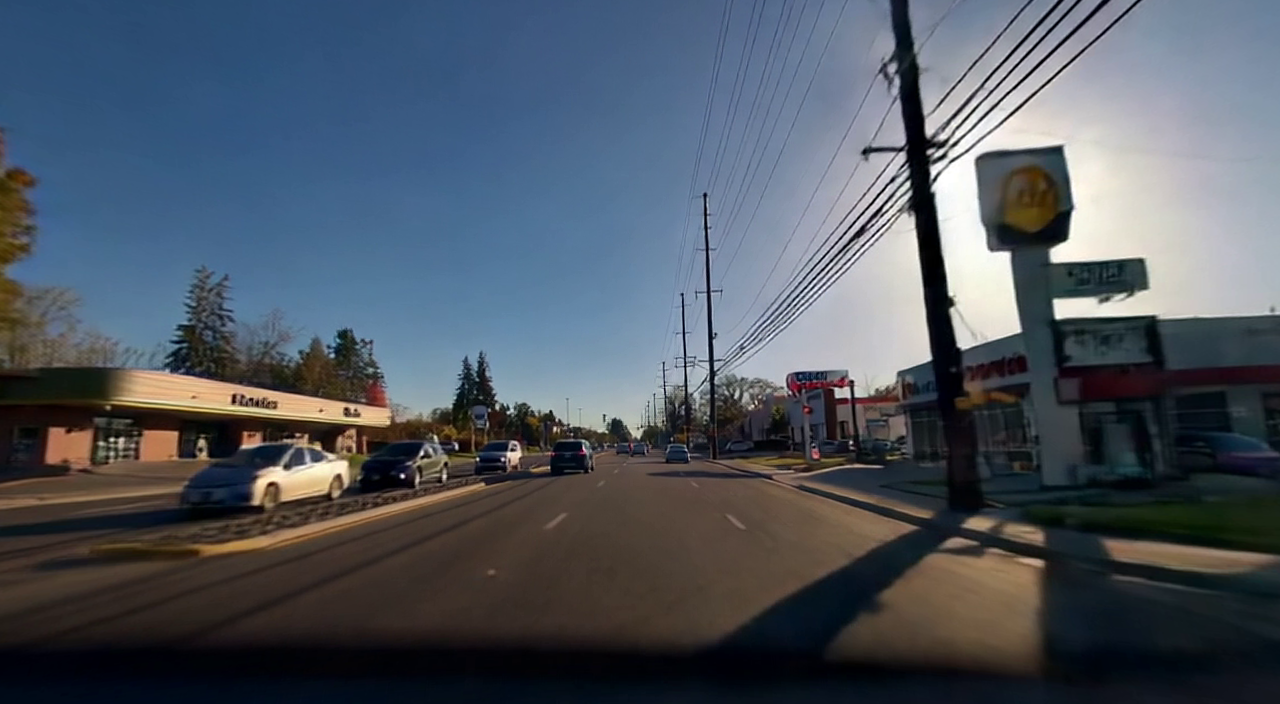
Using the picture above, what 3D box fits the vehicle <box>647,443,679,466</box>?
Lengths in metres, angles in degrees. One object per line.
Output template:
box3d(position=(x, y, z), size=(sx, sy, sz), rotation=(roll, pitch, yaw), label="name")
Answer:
box3d(position=(1.546, 6.806, 42.117), size=(1.978, 1.455, 4.195), rotation=(0, -9, 3), label="vehicle")

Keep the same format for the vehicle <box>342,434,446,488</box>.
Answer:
box3d(position=(-8.082, 3.616, 21.154), size=(1.795, 1.607, 4.059), rotation=(0, -9, 1), label="vehicle")

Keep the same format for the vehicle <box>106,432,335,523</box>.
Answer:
box3d(position=(-7.906, 2.377, 12.410), size=(1.760, 1.487, 3.890), rotation=(0, -9, 1), label="vehicle")

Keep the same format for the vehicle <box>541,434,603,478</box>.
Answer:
box3d(position=(-2.712, 4.288, 26.116), size=(2.047, 1.664, 4.148), rotation=(0, -9, 1), label="vehicle")

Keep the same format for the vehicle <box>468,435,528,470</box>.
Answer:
box3d(position=(-7.704, 5.501, 34.605), size=(2.009, 1.773, 4.925), rotation=(0, -9, 2), label="vehicle")
